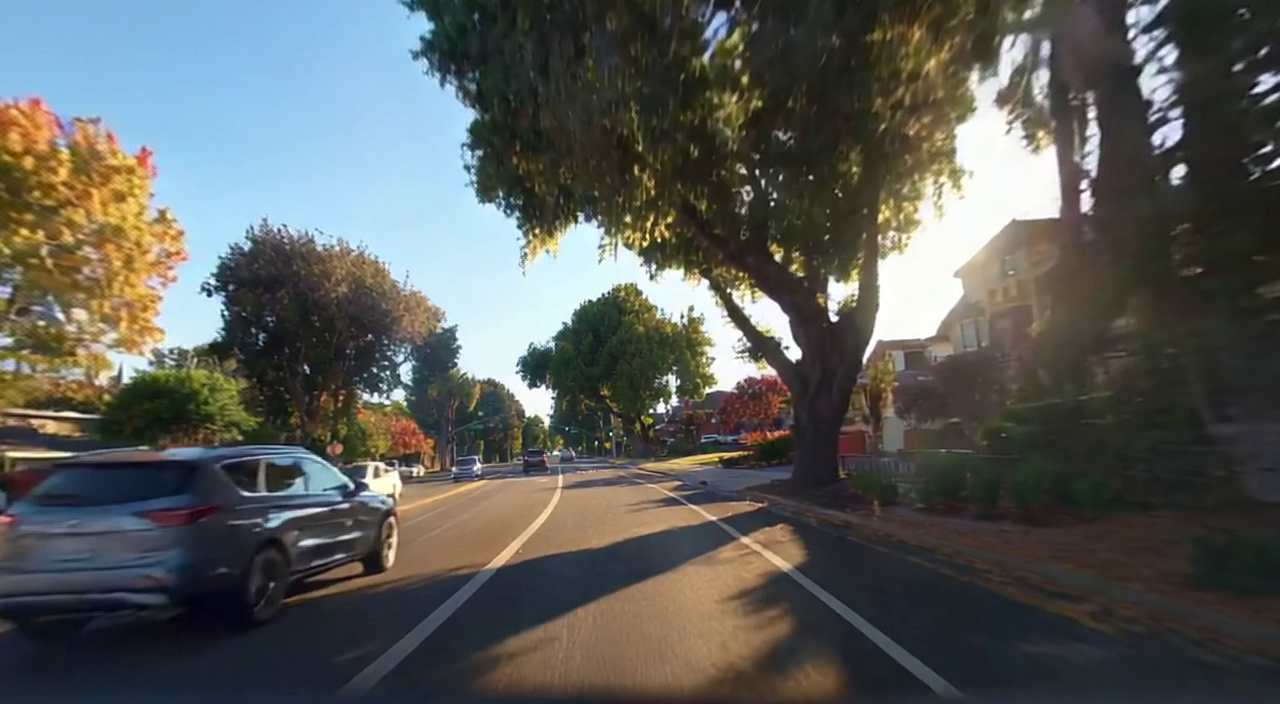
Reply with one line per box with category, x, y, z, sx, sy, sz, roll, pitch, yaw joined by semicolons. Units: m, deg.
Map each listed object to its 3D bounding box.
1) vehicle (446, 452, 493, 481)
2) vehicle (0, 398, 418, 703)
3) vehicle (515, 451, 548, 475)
vehicle;-10.529;7.071;39.199;2.087;1.689;4.373;1;-9;-6
vehicle;-3.886;1.449;5.670;2.084;1.701;4.734;0;-9;0
vehicle;-7.589;7.780;44.371;2.060;1.530;4.121;1;-9;-6
